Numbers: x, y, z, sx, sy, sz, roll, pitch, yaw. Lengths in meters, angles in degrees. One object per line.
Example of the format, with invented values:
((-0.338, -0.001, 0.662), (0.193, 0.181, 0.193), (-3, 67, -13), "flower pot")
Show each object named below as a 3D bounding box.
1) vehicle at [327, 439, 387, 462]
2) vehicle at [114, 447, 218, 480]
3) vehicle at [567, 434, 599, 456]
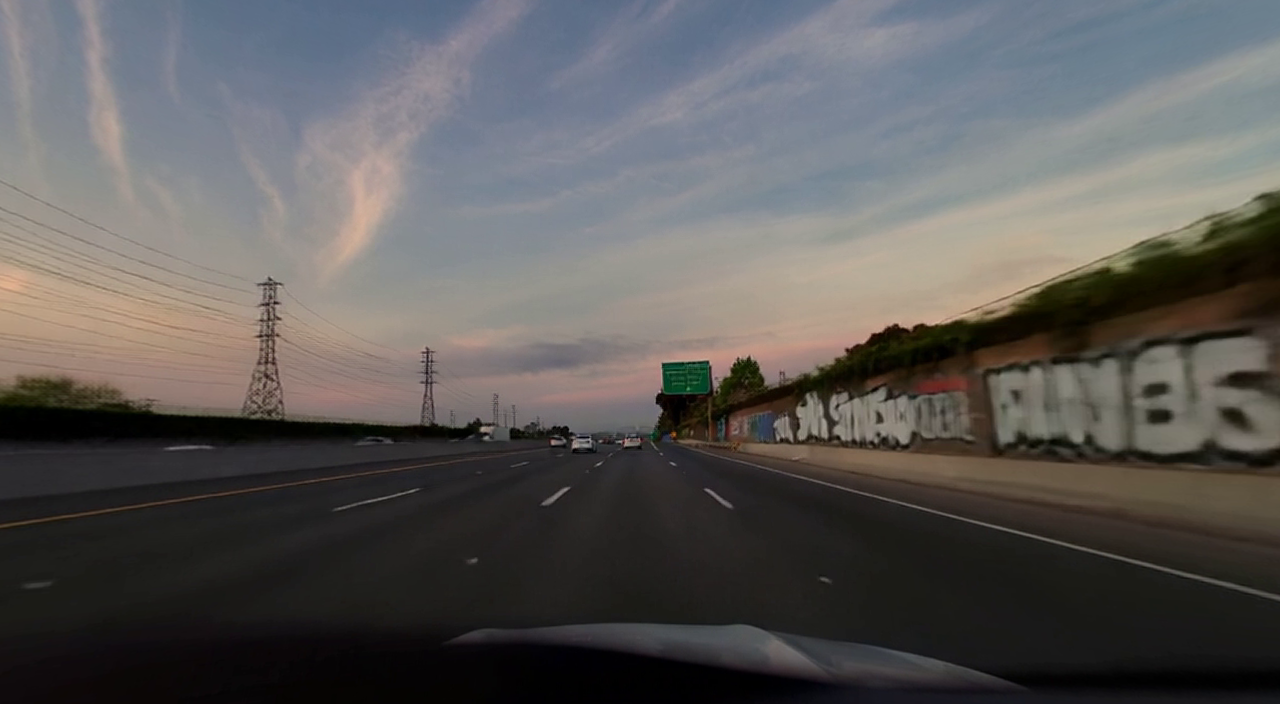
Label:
((-19.248, 6.694, 43.097), (2.104, 1.480, 4.366), (0, -8, 0), "vehicle")
((-23.126, 5.424, 30.988), (1.765, 1.443, 4.311), (0, -8, 0), "vehicle")
((-4.354, 7.152, 48.635), (2.118, 1.640, 4.031), (0, -8, 0), "vehicle")
